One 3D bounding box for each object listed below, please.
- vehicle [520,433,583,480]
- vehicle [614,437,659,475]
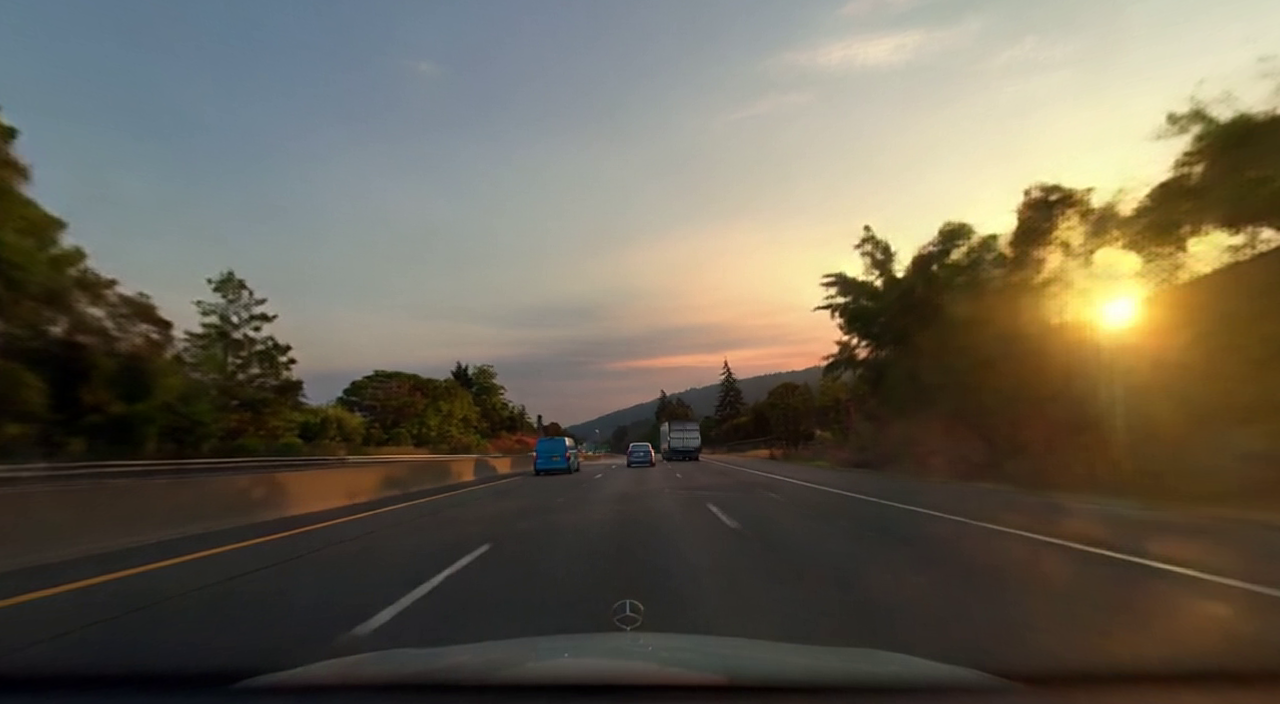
[{"bbox_3d":[-4.017,4.843,29.439,2.167,1.991,5.062,0,-9,0],"label":"vehicle"},{"bbox_3d":[-0.162,5.481,33.307,2.209,1.825,4.036,0,-9,0],"label":"vehicle"}]
